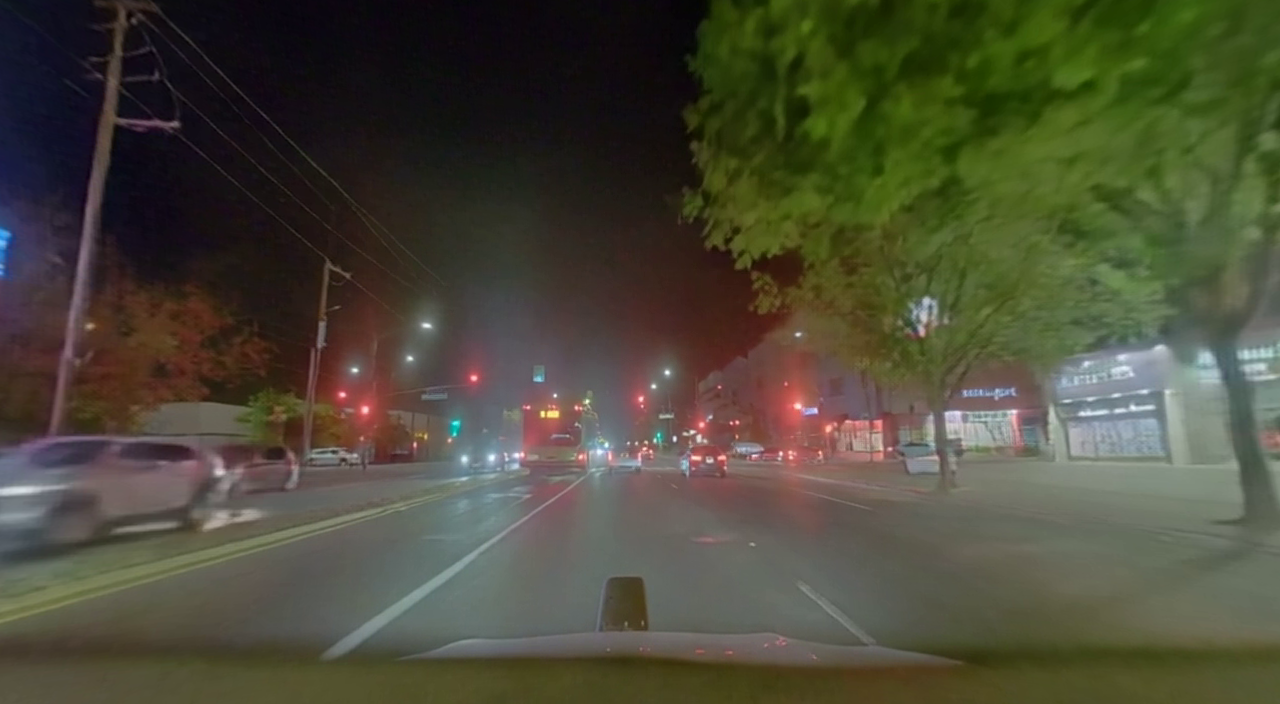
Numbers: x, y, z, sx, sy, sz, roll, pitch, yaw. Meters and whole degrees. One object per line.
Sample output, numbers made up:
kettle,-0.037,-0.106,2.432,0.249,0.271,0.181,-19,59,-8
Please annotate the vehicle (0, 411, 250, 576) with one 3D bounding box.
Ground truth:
vehicle,-8.264,1.890,9.149,2.154,1.832,4.820,0,-8,-1

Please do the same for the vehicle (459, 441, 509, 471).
vehicle,-9.508,6.371,38.842,2.157,1.731,4.433,0,-8,-3

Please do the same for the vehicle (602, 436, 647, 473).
vehicle,-0.868,5.541,34.362,2.301,1.837,4.411,0,-8,-2

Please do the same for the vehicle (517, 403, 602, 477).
vehicle,-3.897,4.824,34.354,3.018,3.217,13.998,0,-8,-1

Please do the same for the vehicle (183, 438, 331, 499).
vehicle,-12.292,3.735,20.698,1.967,1.727,4.608,0,-8,-1

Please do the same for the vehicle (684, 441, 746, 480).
vehicle,3.126,4.608,27.170,2.046,1.540,3.883,0,-8,-2
